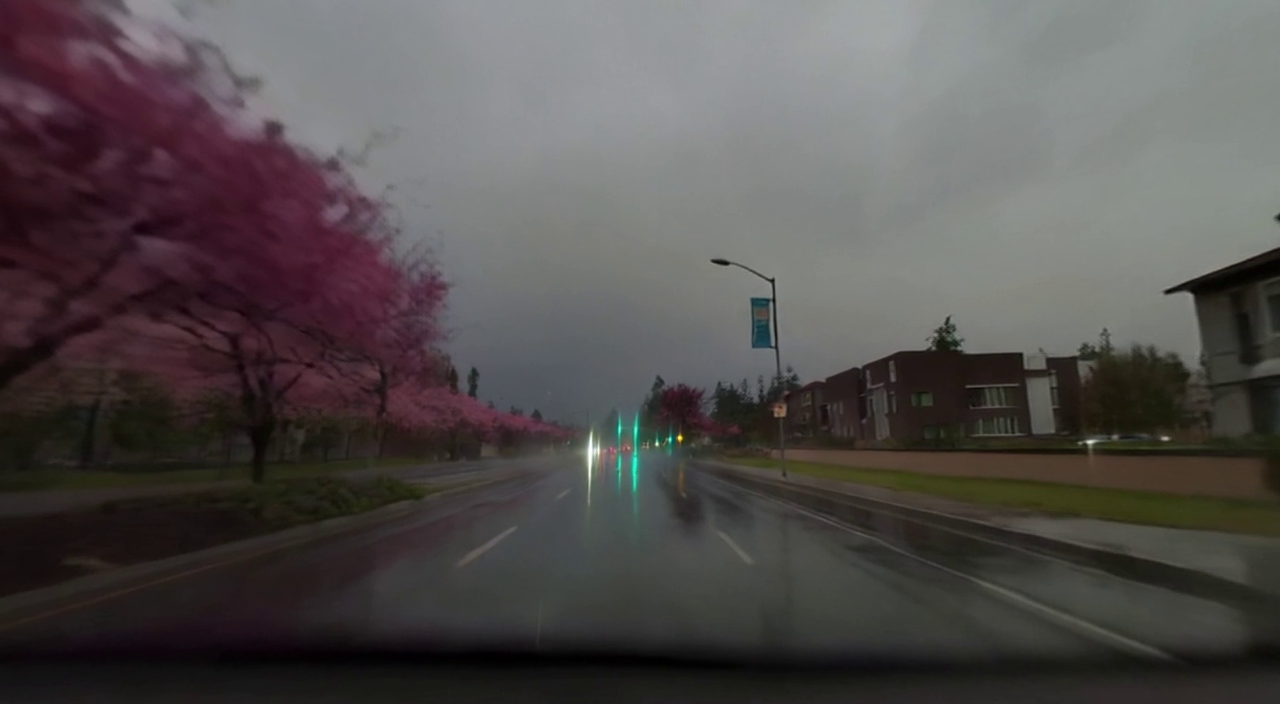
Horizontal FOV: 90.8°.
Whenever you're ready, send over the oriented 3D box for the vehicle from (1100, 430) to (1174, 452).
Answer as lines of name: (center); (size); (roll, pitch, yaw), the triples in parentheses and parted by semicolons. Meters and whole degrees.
vehicle: (36.441, 6.530, 46.489); (1.830, 1.515, 4.462); (0, -8, 1)
